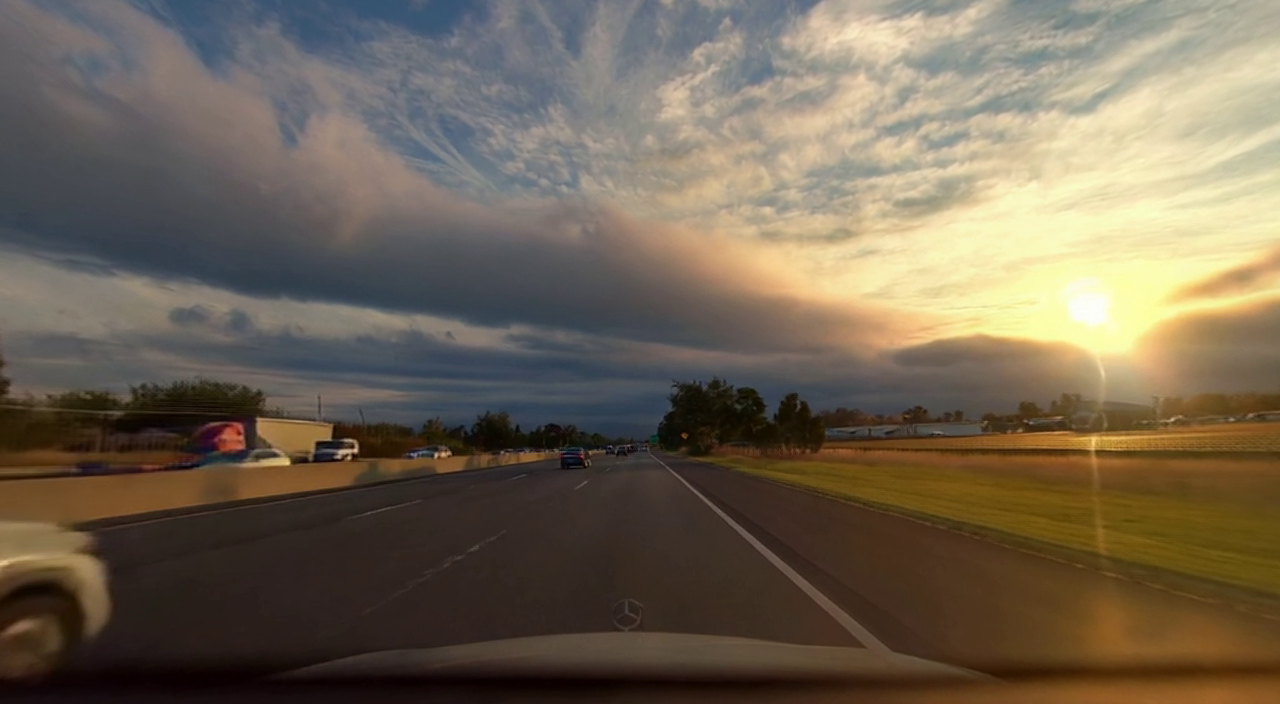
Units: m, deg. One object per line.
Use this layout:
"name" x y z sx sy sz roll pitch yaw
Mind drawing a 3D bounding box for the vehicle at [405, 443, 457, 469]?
"vehicle" -15.556 7.744 47.159 2.204 1.768 4.787 0 -9 0

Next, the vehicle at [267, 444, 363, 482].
"vehicle" -15.709 5.371 30.862 2.100 1.678 4.963 0 -9 -1

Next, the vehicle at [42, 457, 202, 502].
"vehicle" -19.255 4.727 23.828 1.947 1.459 4.851 0 -9 0

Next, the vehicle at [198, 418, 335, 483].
"vehicle" -23.747 6.421 41.026 3.167 3.707 9.297 -1 -9 0

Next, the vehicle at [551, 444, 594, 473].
"vehicle" -3.804 6.065 36.246 1.954 1.541 4.079 0 -9 1
